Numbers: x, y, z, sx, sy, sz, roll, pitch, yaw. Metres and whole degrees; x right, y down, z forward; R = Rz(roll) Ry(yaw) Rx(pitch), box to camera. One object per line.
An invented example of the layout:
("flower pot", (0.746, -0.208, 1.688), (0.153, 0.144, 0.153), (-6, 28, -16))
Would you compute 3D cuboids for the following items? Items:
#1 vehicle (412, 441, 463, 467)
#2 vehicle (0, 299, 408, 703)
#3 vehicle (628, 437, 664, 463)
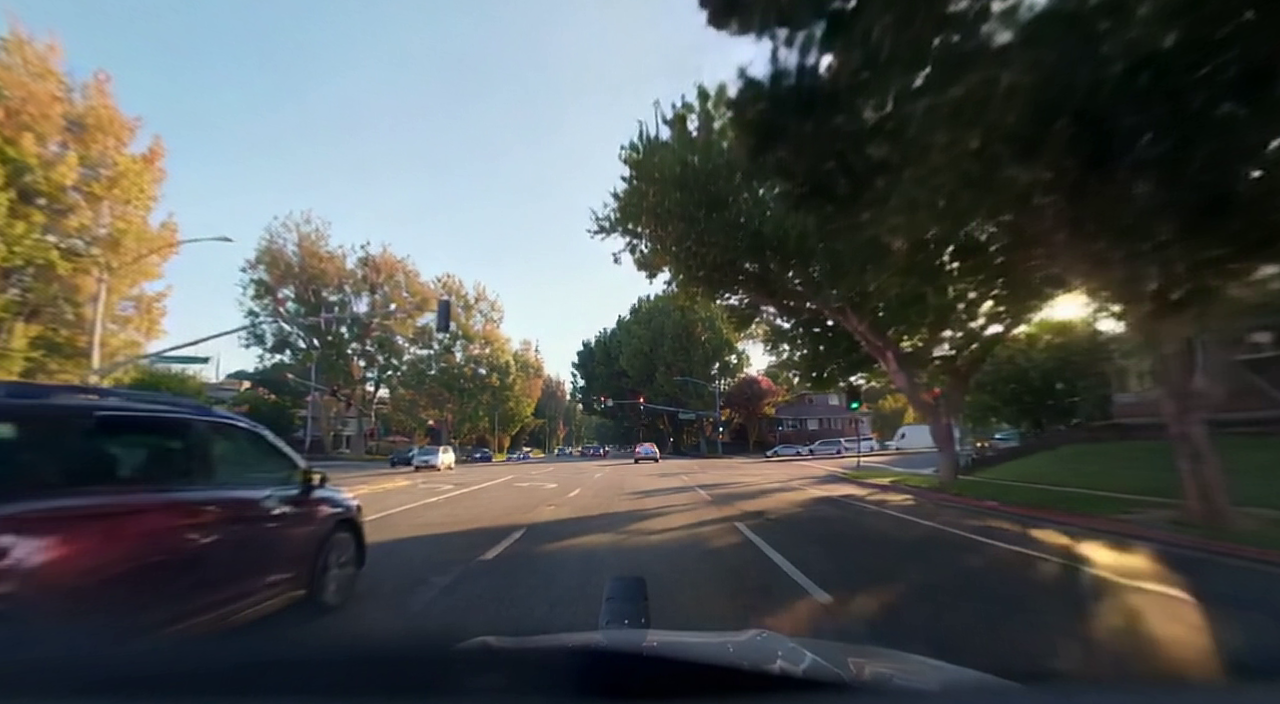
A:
("vehicle", (-14.773, 7.457, 46.241), (2.138, 1.761, 4.611), (0, -8, 1))
("vehicle", (-3.527, 0.891, 3.347), (2.459, 1.825, 5.380), (0, -8, 1))
("vehicle", (0.341, 6.981, 45.026), (2.437, 1.737, 4.420), (0, -8, -1))
